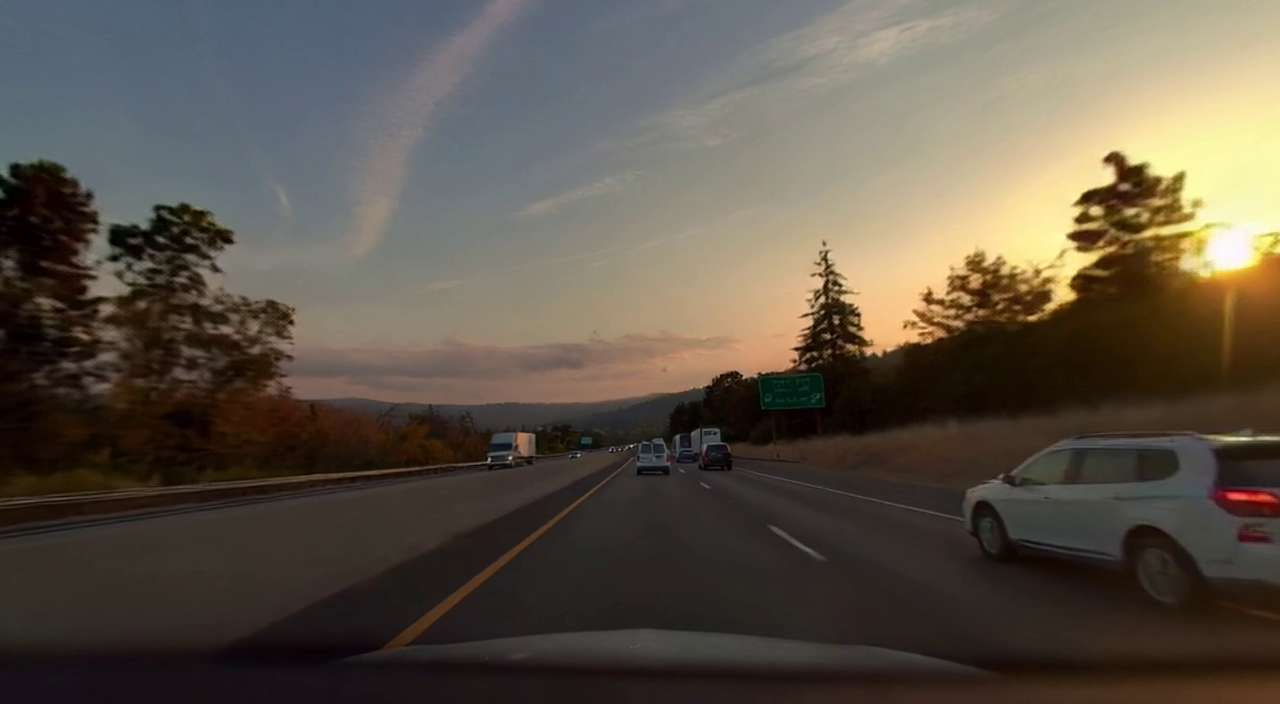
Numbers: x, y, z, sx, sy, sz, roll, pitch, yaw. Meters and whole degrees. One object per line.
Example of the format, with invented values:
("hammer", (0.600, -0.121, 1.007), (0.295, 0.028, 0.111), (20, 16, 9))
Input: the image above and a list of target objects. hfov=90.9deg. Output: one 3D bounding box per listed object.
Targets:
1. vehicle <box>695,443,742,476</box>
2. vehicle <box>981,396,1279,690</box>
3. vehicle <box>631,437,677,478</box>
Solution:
("vehicle", (4.225, 5.826, 34.484), (1.961, 1.689, 3.971), (0, -9, -1))
("vehicle", (4.388, 1.205, 4.545), (1.868, 1.566, 3.509), (0, -9, 0))
("vehicle", (0.658, 5.340, 32.022), (2.143, 1.925, 4.101), (0, -9, 0))
